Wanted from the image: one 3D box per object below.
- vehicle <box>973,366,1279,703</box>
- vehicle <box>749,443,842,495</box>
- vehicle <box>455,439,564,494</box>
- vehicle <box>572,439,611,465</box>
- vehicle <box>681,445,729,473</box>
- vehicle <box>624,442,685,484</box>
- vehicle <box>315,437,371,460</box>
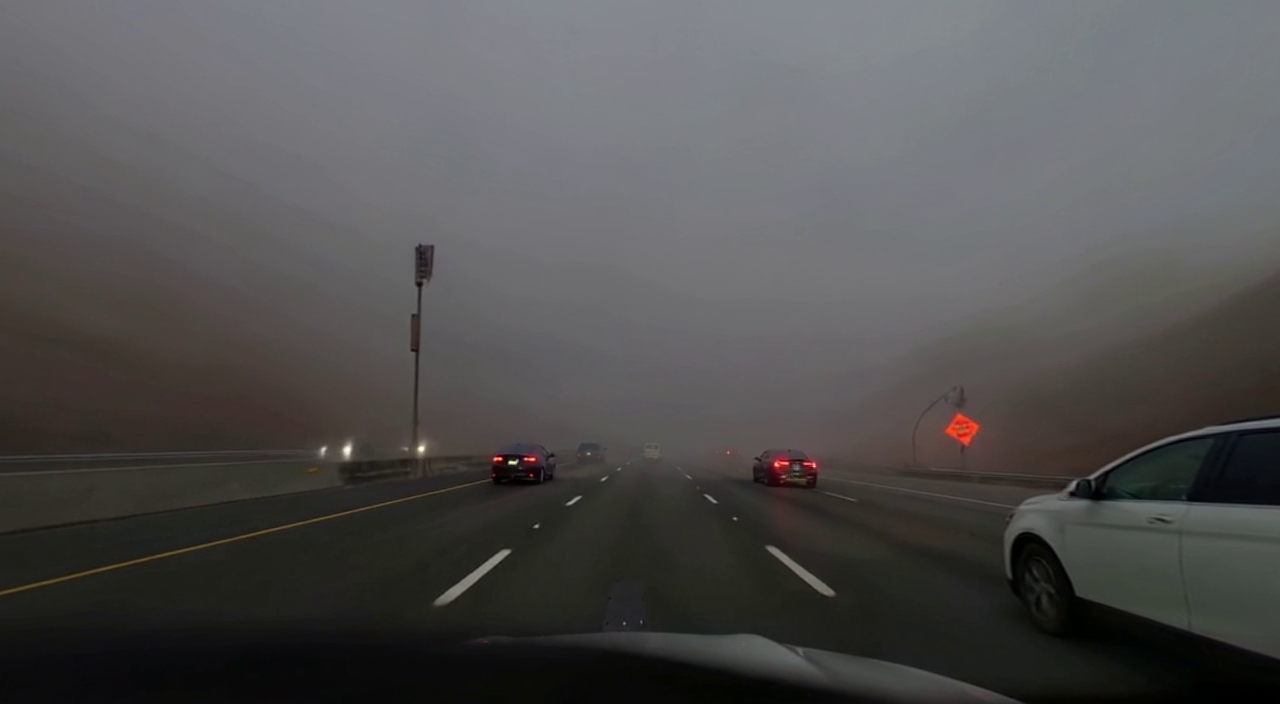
[{"bbox_3d":[3.851,0.924,2.965,2.018,1.670,4.658,0,-8,0],"label":"vehicle"},{"bbox_3d":[4.857,3.691,20.329,1.867,1.465,4.093,0,-8,-1],"label":"vehicle"},{"bbox_3d":[-3.698,3.343,18.774,2.232,1.438,4.163,-1,-8,2],"label":"vehicle"},{"bbox_3d":[-3.275,6.897,43.537,2.234,1.675,4.527,-1,-8,1],"label":"vehicle"},{"bbox_3d":[3.544,5.953,35.313,2.177,1.453,4.205,0,-8,-1],"label":"vehicle"},{"bbox_3d":[0.537,4.268,24.606,2.138,1.473,4.392,0,-8,1],"label":"vehicle"},{"bbox_3d":[-21.244,6.915,45.306,1.976,1.559,3.997,-1,-8,2],"label":"vehicle"}]
